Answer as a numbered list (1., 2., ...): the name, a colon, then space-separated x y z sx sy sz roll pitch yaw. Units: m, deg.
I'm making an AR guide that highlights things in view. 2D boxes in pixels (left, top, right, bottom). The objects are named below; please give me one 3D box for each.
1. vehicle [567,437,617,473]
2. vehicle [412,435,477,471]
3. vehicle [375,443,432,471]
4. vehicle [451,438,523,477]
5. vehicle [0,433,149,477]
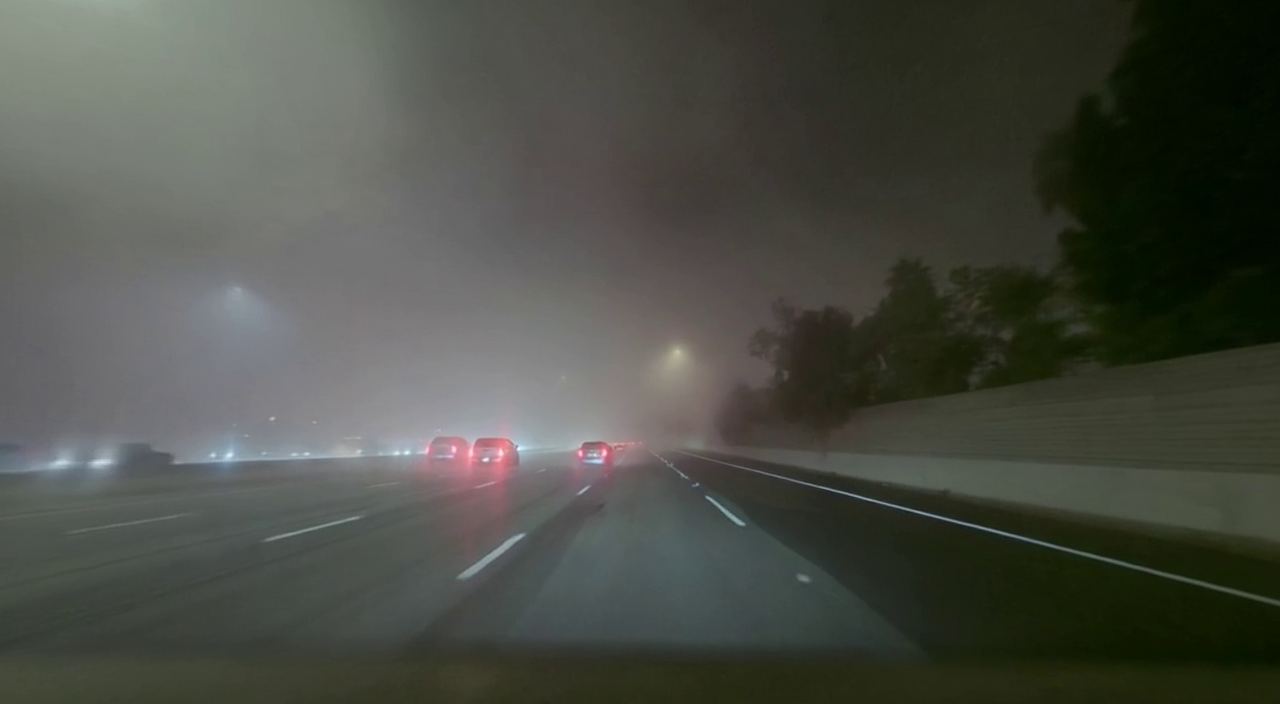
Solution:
1. vehicle: -2.368 5.258 32.440 2.201 1.672 4.128 0 -9 0
2. vehicle: -10.897 5.676 35.614 1.986 1.875 4.902 0 -9 1
3. vehicle: -14.829 6.562 39.788 1.836 1.662 4.317 0 -9 1
4. vehicle: -7.200 5.016 30.265 2.204 1.677 4.438 0 -9 1
5. vehicle: -20.863 3.815 23.556 1.789 1.494 3.928 0 -9 2
